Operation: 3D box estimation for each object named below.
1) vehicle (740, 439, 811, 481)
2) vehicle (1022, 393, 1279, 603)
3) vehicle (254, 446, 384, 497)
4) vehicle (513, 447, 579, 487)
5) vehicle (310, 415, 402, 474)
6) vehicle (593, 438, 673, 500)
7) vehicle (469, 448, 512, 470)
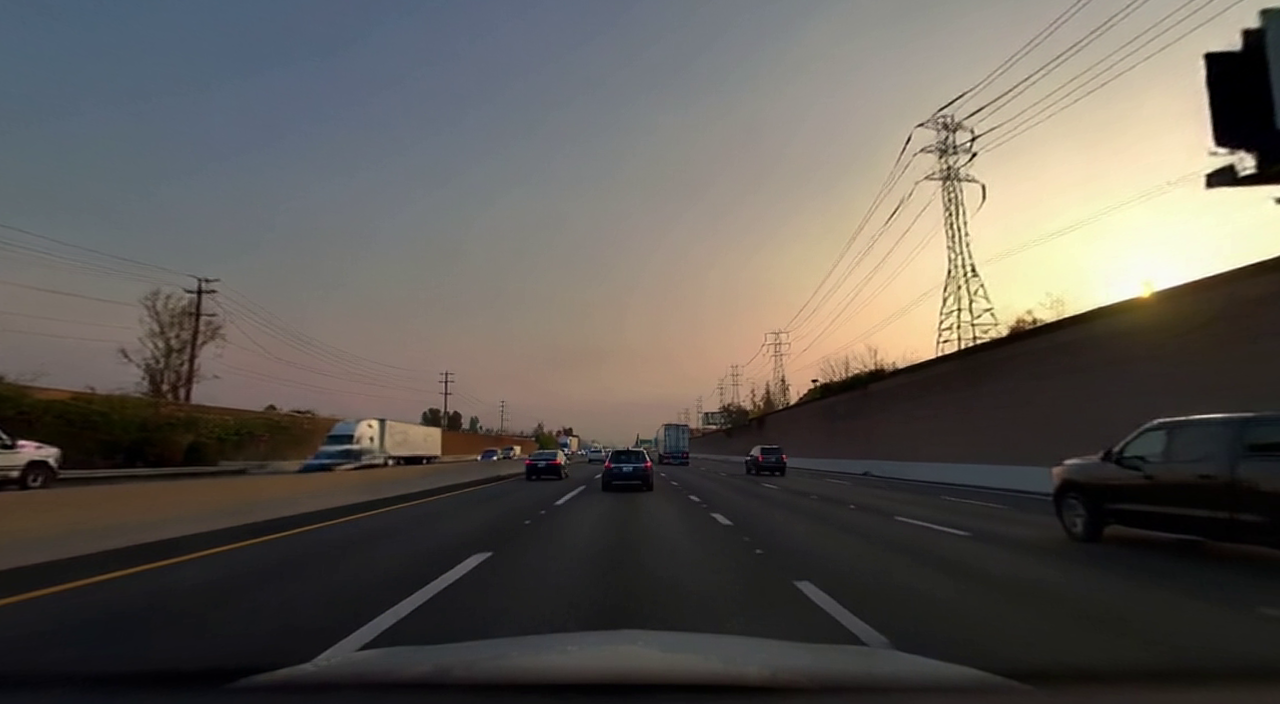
[{"bbox_3d":[6.822,5.517,32.563,2.302,1.973,5.502,0,-9,-1],"label":"vehicle"},{"bbox_3d":[6.755,1.464,6.669,2.086,1.862,5.232,0,-9,-1],"label":"vehicle"},{"bbox_3d":[-10.553,3.933,21.214,2.008,1.500,4.376,0,-9,0],"label":"vehicle"},{"bbox_3d":[-3.808,4.748,26.509,2.025,1.498,4.675,0,-9,1],"label":"vehicle"},{"bbox_3d":[-20.626,6.848,46.551,3.012,3.940,8.053,0,-9,-1],"label":"vehicle"},{"bbox_3d":[-0.212,3.533,19.450,2.191,1.685,4.015,0,-9,-1],"label":"vehicle"},{"bbox_3d":[-10.965,7.870,46.791,1.857,1.524,5.060,0,-9,1],"label":"vehicle"}]
